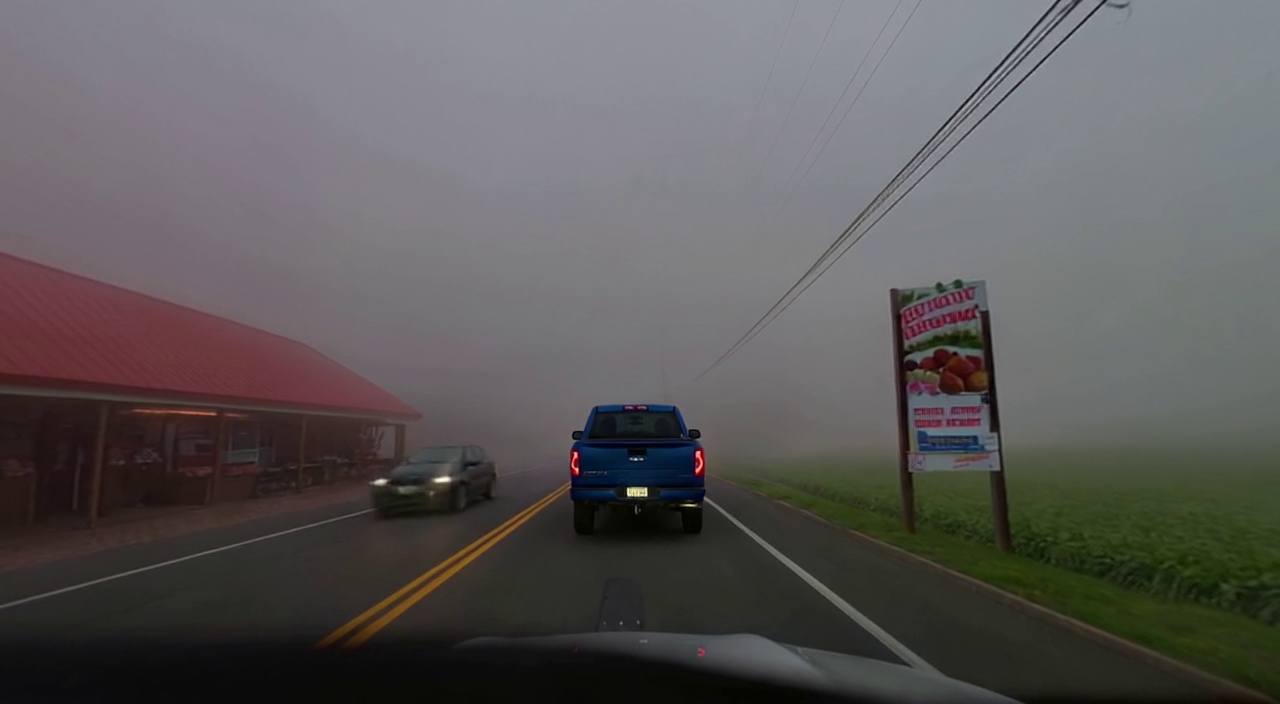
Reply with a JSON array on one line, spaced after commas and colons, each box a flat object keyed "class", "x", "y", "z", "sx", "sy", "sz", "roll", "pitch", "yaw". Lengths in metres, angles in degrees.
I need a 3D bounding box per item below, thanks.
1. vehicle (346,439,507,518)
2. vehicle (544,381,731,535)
[{"class": "vehicle", "x": -4.520, "y": 2.730, "z": 14.231, "sx": 2.121, "sy": 1.473, "sz": 4.390, "roll": 0, "pitch": -8, "yaw": -1}, {"class": "vehicle", "x": -0.116, "y": 1.970, "z": 12.182, "sx": 2.693, "sy": 2.223, "sz": 5.885, "roll": 0, "pitch": -8, "yaw": -2}]
